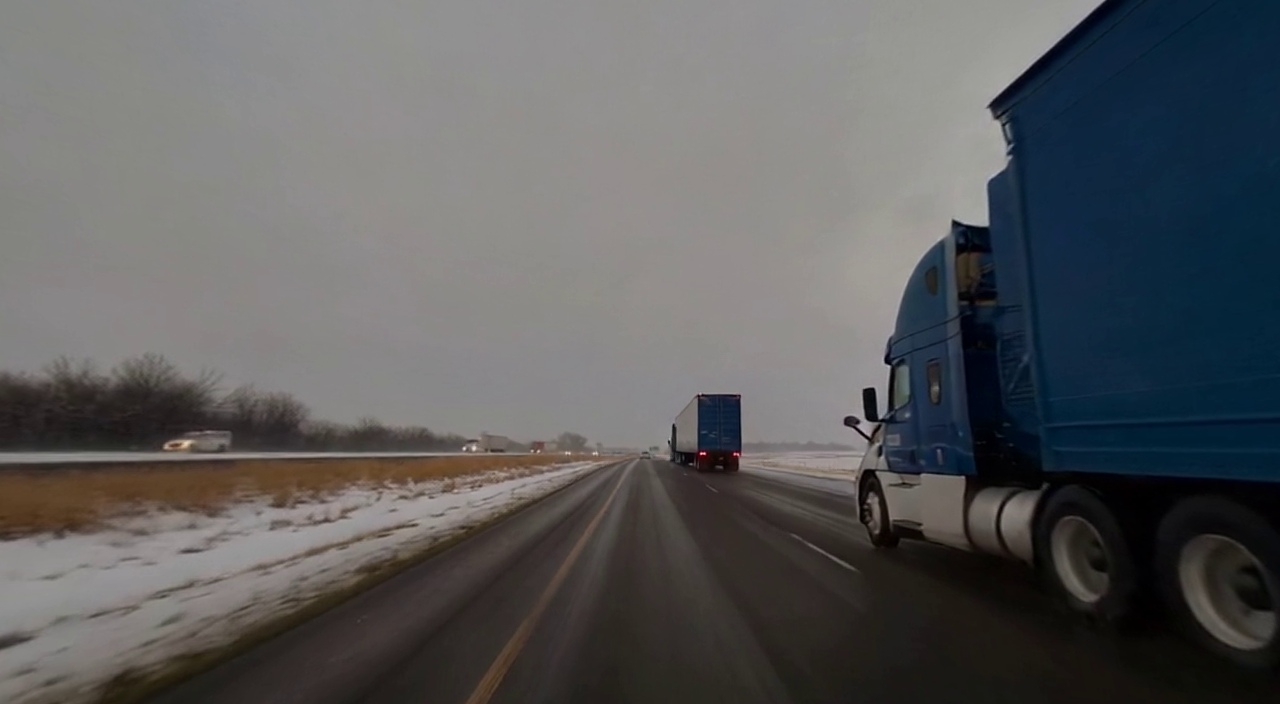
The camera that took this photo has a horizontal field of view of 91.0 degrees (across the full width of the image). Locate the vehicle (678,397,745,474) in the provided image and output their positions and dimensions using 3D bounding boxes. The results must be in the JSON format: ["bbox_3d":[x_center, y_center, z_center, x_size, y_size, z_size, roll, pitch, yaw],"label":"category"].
[{"bbox_3d":[4.309,5.580,41.070,2.818,4.206,12.987,0,-9,0],"label":"vehicle"}]
